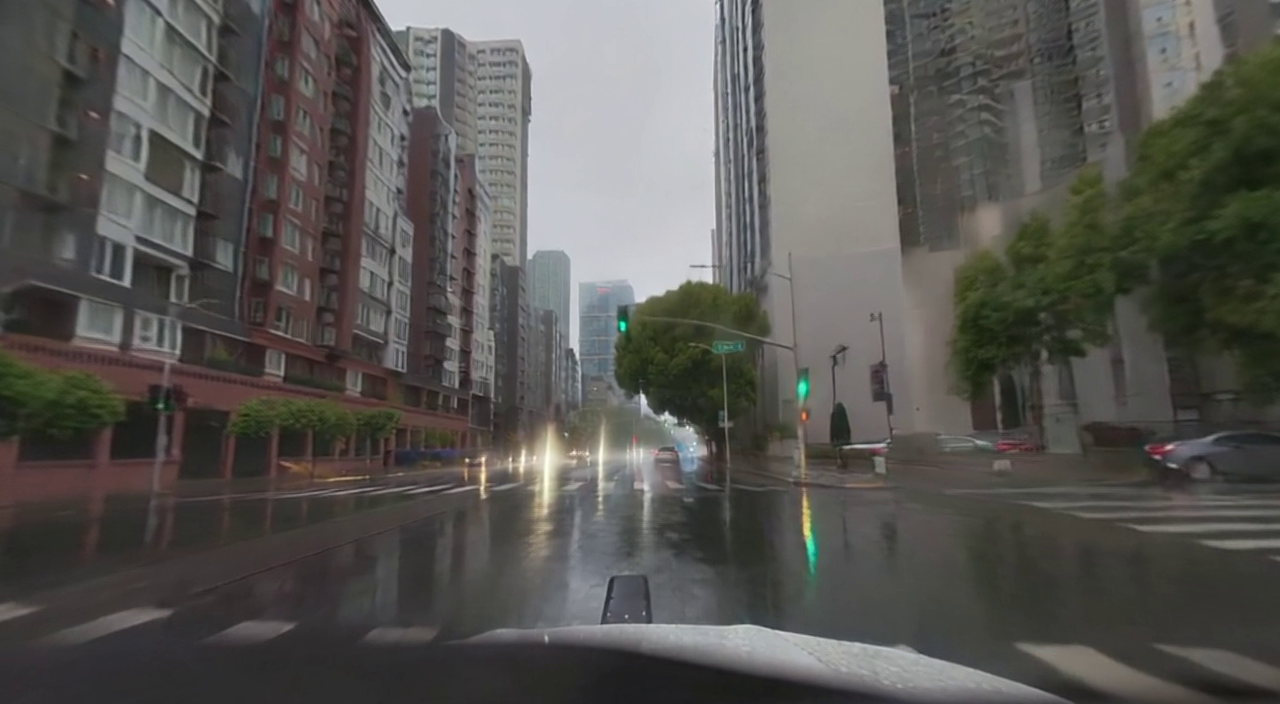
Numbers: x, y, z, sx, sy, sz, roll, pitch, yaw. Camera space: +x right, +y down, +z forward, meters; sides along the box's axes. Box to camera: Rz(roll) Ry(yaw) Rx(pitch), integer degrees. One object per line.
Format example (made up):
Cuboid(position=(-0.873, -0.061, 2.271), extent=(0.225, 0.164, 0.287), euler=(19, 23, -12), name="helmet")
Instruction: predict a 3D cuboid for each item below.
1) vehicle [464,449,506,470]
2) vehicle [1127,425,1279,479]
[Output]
Cuboid(position=(-12.183, 8.459, 49.873), extent=(1.965, 1.474, 4.376), euler=(-1, -8, 4), name="vehicle")
Cuboid(position=(18.403, 3.186, 20.201), extent=(4.009, 1.620, 1.882), euler=(0, -8, -3), name="vehicle")
